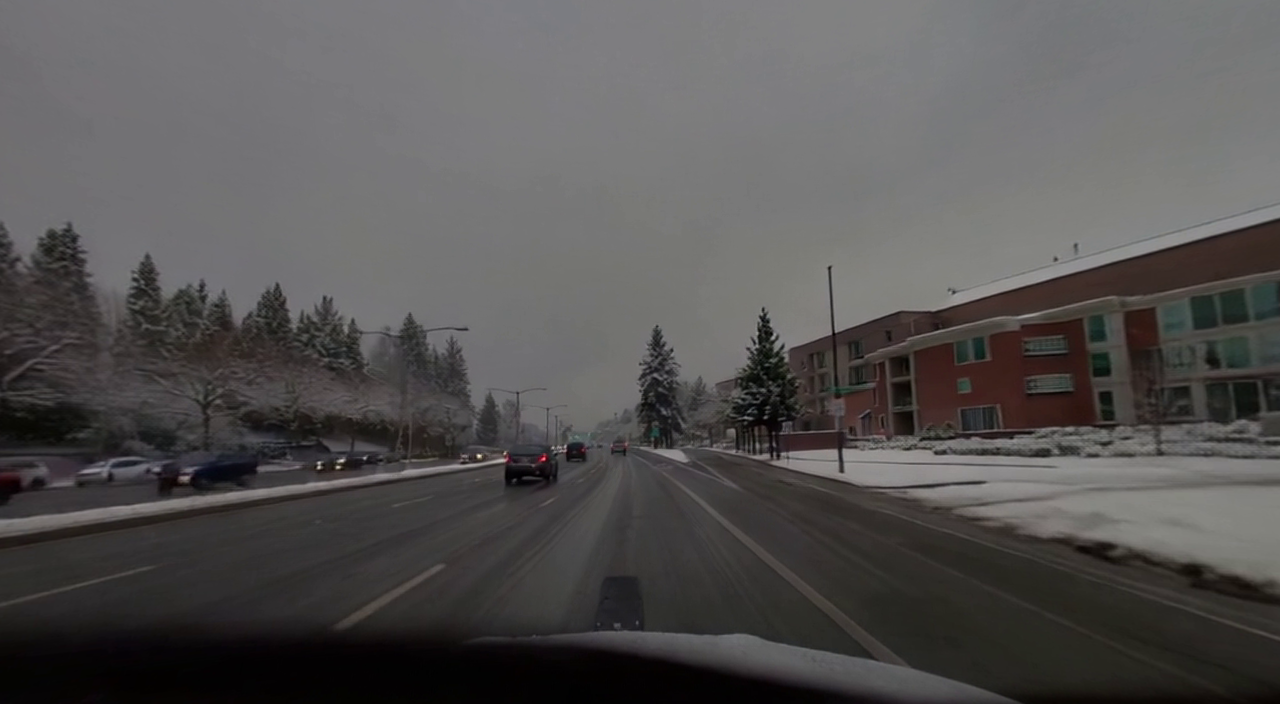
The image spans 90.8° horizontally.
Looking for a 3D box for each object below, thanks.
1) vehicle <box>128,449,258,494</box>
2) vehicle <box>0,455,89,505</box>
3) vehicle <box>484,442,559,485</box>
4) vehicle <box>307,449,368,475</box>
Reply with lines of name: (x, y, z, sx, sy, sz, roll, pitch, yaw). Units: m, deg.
vehicle: (-19.112, 5.069, 27.340, 2.121, 1.682, 4.696, -1, -8, 1)
vehicle: (-22.931, 4.632, 22.917, 1.891, 1.625, 4.366, -1, -8, 1)
vehicle: (-4.348, 4.138, 23.889, 2.025, 1.474, 4.292, 0, -8, 0)
vehicle: (-22.654, 8.222, 47.554, 2.201, 1.782, 4.675, 0, -8, 1)
